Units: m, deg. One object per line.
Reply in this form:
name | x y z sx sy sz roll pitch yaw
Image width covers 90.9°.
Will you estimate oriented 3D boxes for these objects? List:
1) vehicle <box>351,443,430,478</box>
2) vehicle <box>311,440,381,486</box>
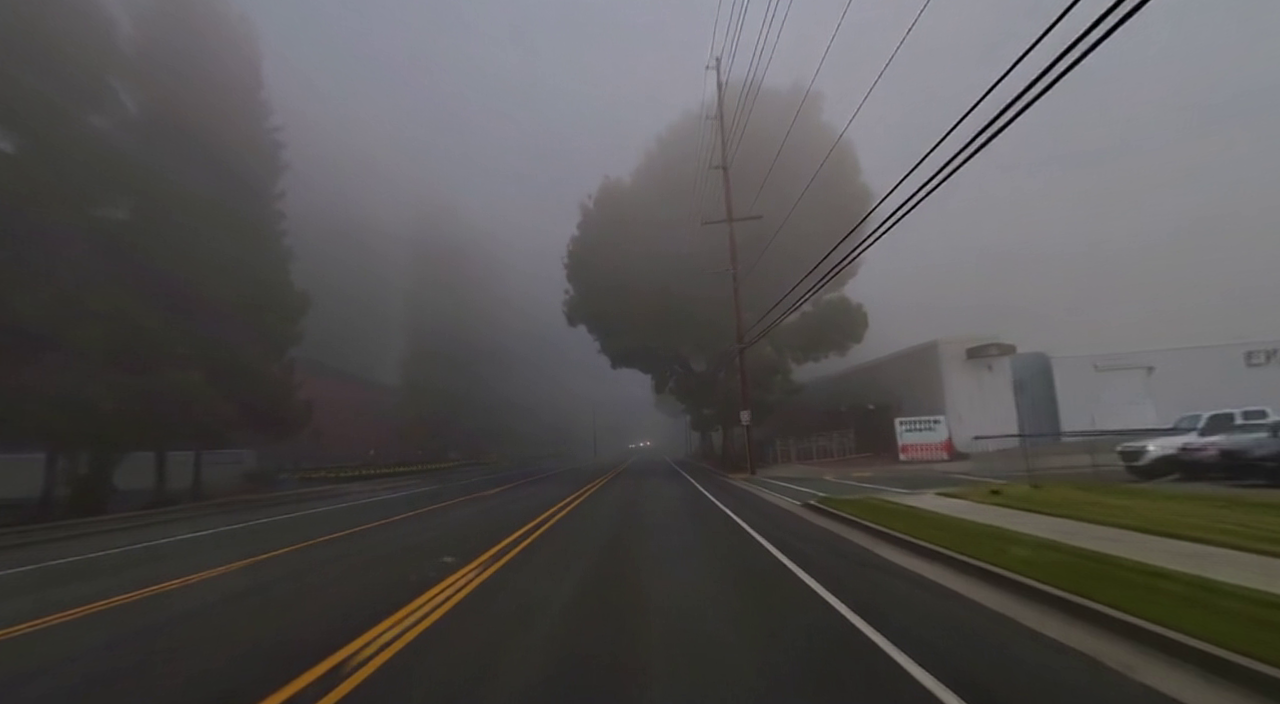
vehicle | -14.024 6.085 35.798 1.949 1.735 5.568 -2 -8 4
vehicle | -16.504 6.214 35.604 1.972 1.891 3.936 -1 0 2
